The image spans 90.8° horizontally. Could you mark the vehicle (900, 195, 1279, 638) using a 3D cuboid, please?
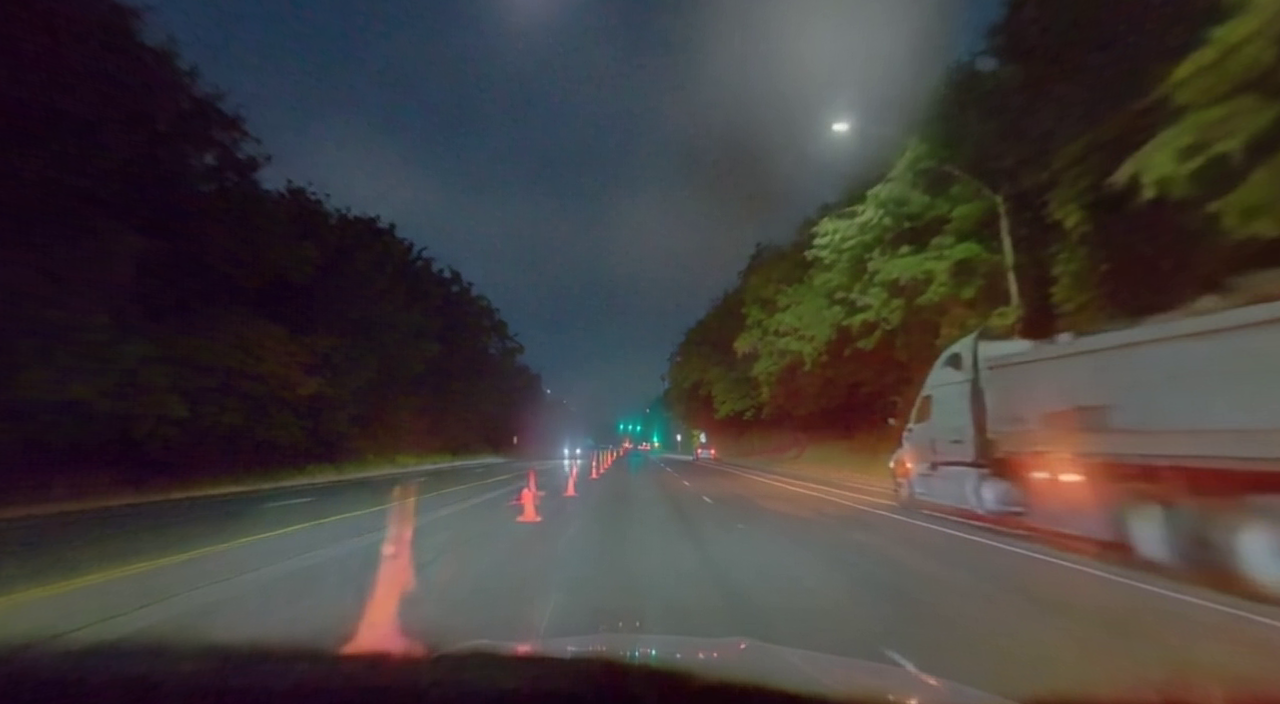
[{"bbox_3d":[6.323,0.717,6.436,2.664,3.418,11.107,0,-8,0],"label":"vehicle"}]
